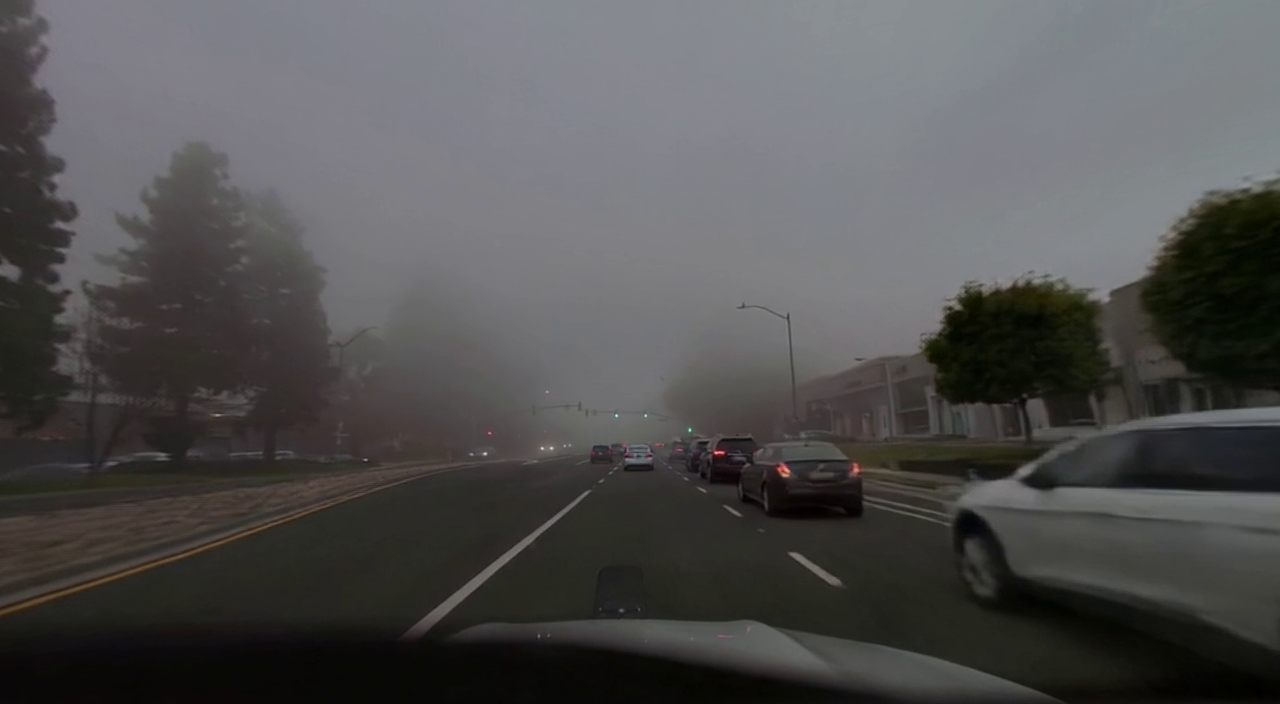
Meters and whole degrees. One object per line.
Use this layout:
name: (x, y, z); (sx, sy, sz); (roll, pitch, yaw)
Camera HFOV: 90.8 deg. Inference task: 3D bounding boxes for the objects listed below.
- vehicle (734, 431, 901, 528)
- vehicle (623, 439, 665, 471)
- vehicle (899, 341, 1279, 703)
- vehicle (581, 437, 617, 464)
vehicle: (3.133, 2.354, 12.289); (1.864, 1.484, 4.662); (0, -9, 0)
vehicle: (0.159, 5.273, 32.433); (2.023, 1.532, 3.891); (0, -9, -1)
vehicle: (3.492, 0.997, 3.793); (2.085, 1.668, 4.077); (0, -9, -1)
vehicle: (-2.906, 7.150, 46.040); (2.280, 1.810, 4.903); (-1, -9, 0)
